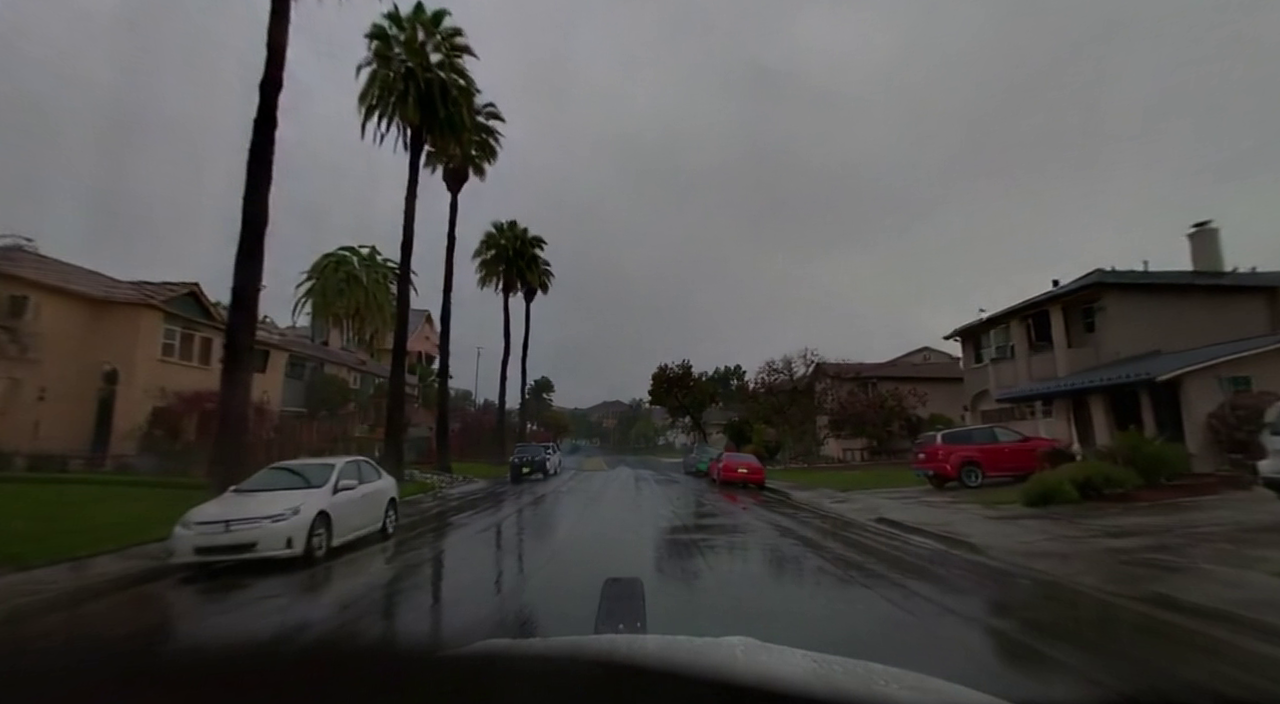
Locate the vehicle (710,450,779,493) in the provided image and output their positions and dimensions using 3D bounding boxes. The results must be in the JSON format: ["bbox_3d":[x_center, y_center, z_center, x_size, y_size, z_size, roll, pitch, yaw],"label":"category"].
[{"bbox_3d":[3.945,4.556,24.574,1.867,1.480,4.678,0,-9,0],"label":"vehicle"}]

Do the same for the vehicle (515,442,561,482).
[{"bbox_3d":[-5.404,5.690,33.070,2.106,1.914,4.363,2,-8,-12],"label":"vehicle"}]

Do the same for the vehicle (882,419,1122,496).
[{"bbox_3d":[9.474,2.791,16.911,5.068,1.888,2.062,-1,-8,1],"label":"vehicle"}]

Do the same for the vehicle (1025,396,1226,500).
[{"bbox_3d":[10.600,2.110,13.999,2.712,1.898,1.838,-5,-8,0],"label":"vehicle"}]

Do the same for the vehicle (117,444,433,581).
[{"bbox_3d":[-4.782,2.168,9.309,2.080,1.479,4.531,0,-10,-2],"label":"vehicle"}]
